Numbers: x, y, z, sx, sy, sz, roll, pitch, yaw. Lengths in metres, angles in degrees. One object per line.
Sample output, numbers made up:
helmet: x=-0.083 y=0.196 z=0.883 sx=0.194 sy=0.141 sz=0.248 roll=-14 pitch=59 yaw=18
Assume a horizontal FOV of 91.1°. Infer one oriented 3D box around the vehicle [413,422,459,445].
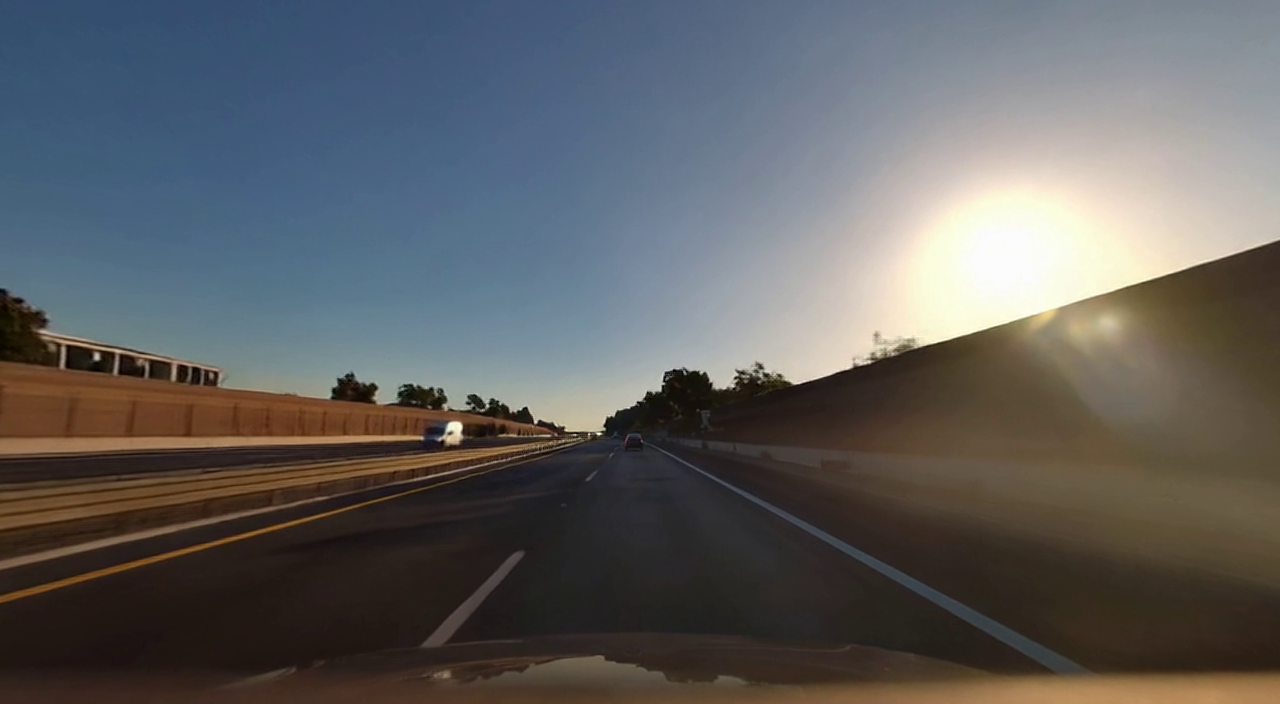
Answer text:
vehicle: x=-15.797 y=6.367 z=48.921 sx=1.969 sy=1.645 sz=4.421 roll=1 pitch=-8 yaw=2
